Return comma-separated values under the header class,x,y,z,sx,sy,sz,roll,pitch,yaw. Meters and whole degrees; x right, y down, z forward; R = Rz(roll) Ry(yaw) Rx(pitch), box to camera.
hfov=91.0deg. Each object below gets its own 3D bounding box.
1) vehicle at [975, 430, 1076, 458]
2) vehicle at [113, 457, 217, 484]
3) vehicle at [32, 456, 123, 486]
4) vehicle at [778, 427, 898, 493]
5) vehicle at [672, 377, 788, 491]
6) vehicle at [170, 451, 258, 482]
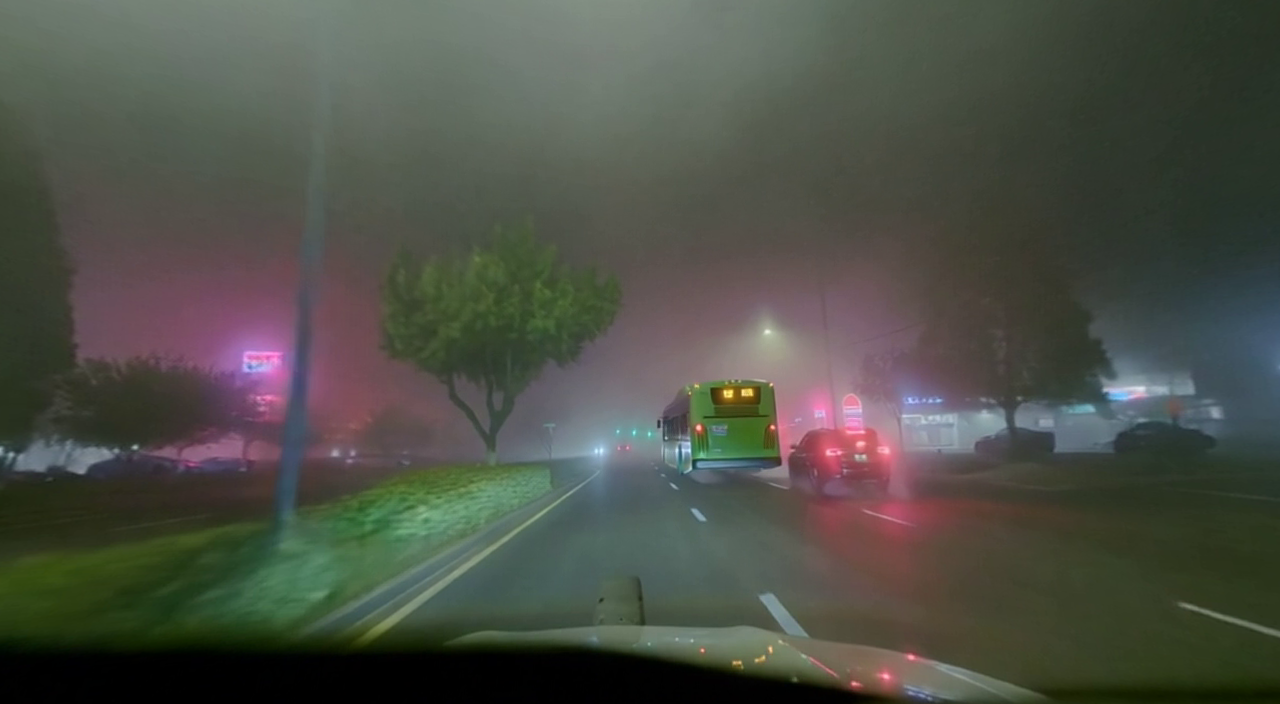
class,x,y,z,sx,sy,sz,roll,pitch,yaw
vehicle,21.750,5.203,35.605,4.589,1.480,1.979,1,-9,-10
vehicle,-30.980,7.734,41.382,2.314,1.487,5.898,0,-9,-1
vehicle,-36.809,7.765,41.347,1.941,1.761,4.272,-1,-8,1
vehicle,5.950,3.311,19.646,2.129,1.754,4.668,0,-8,-1
vehicle,2.850,3.058,22.969,2.766,3.306,9.281,0,-8,0
vehicle,-28.326,7.594,42.062,2.181,1.901,5.196,0,-8,1
